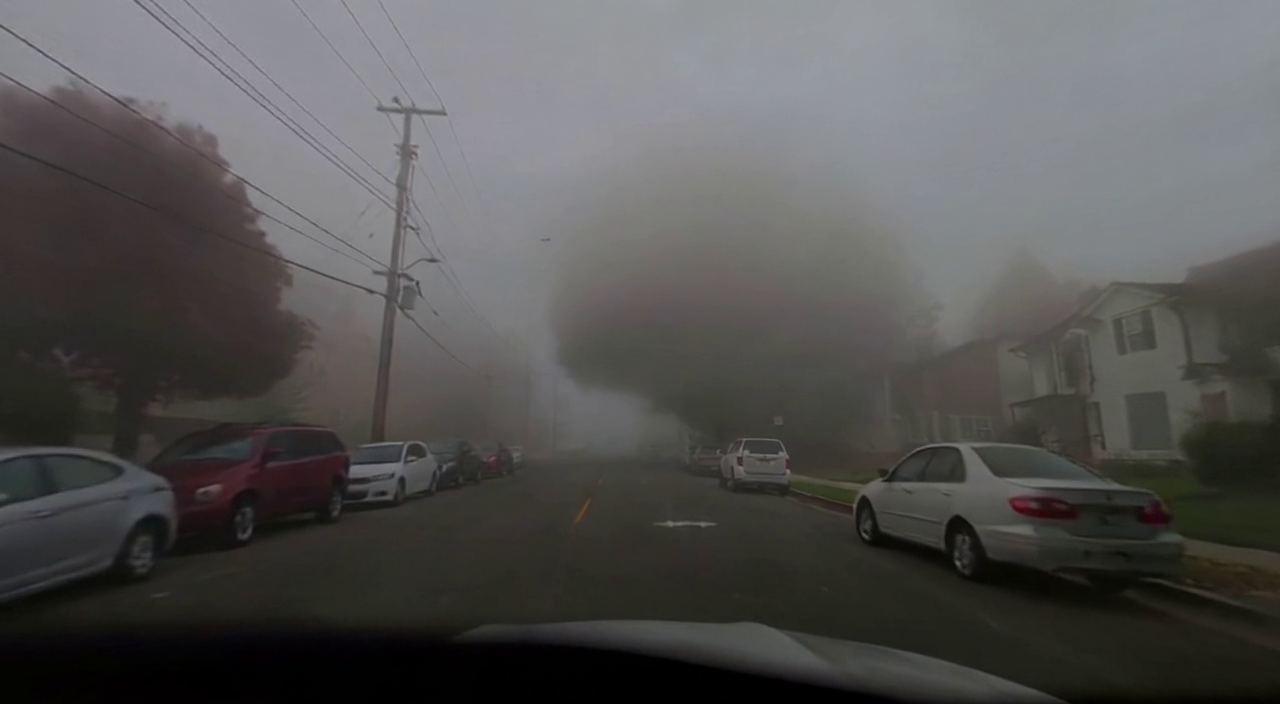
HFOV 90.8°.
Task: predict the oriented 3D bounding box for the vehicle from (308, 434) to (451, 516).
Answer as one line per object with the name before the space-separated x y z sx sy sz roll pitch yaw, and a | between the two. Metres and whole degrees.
vehicle | -6.075 2.835 15.334 1.863 1.561 4.380 -3 -7 -4

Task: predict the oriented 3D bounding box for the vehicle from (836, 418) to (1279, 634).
vehicle | 4.051 1.646 7.159 1.910 1.567 4.856 0 -9 -3

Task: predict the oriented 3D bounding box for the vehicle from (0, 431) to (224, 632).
vehicle | -5.651 1.379 4.897 1.979 1.435 4.785 -2 -7 -5

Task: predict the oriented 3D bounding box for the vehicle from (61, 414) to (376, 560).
vehicle | -6.114 1.963 10.065 2.094 1.766 4.482 1 -8 -3

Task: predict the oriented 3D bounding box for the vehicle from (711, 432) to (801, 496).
vehicle | 3.431 3.416 19.578 1.936 1.756 4.127 0 -9 -1
